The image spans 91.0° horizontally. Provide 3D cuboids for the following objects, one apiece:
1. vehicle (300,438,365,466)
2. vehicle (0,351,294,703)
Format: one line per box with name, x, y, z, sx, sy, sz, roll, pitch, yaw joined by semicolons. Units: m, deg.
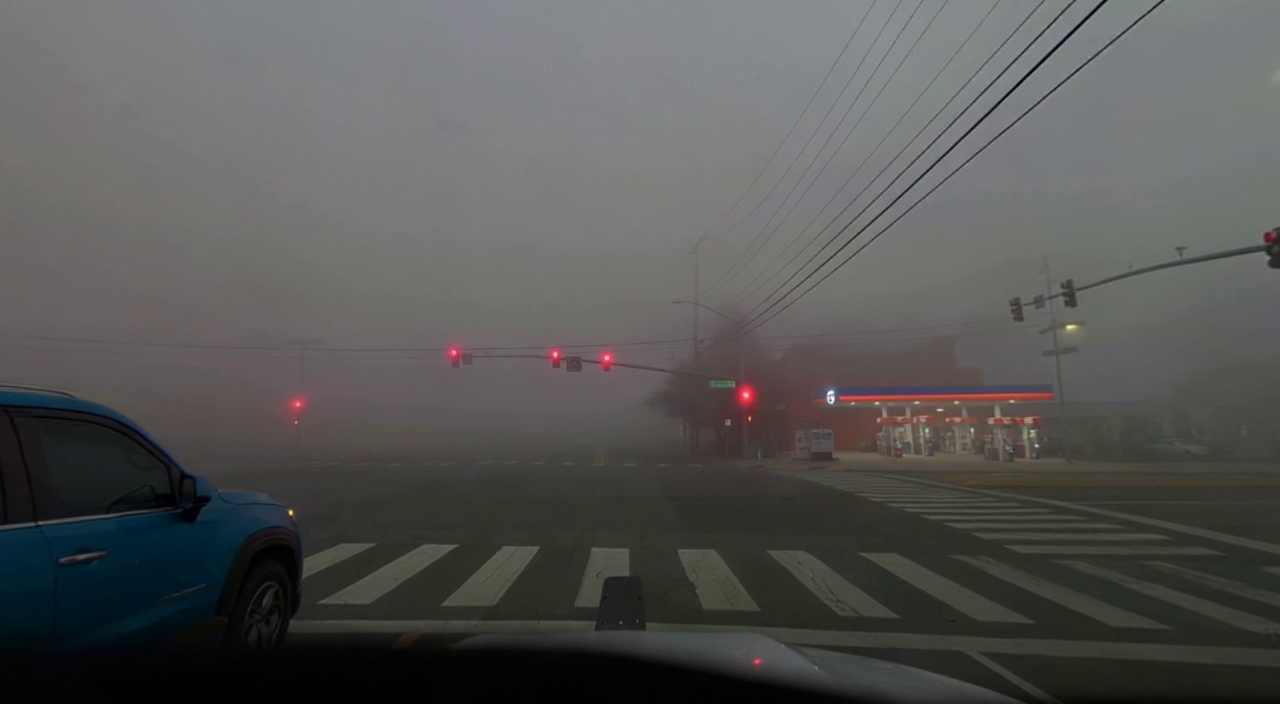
vehicle;-20.472;6.674;42.135;2.004;1.699;4.486;0;-9;1
vehicle;-3.423;0.803;2.041;2.053;1.690;4.364;0;-9;1
